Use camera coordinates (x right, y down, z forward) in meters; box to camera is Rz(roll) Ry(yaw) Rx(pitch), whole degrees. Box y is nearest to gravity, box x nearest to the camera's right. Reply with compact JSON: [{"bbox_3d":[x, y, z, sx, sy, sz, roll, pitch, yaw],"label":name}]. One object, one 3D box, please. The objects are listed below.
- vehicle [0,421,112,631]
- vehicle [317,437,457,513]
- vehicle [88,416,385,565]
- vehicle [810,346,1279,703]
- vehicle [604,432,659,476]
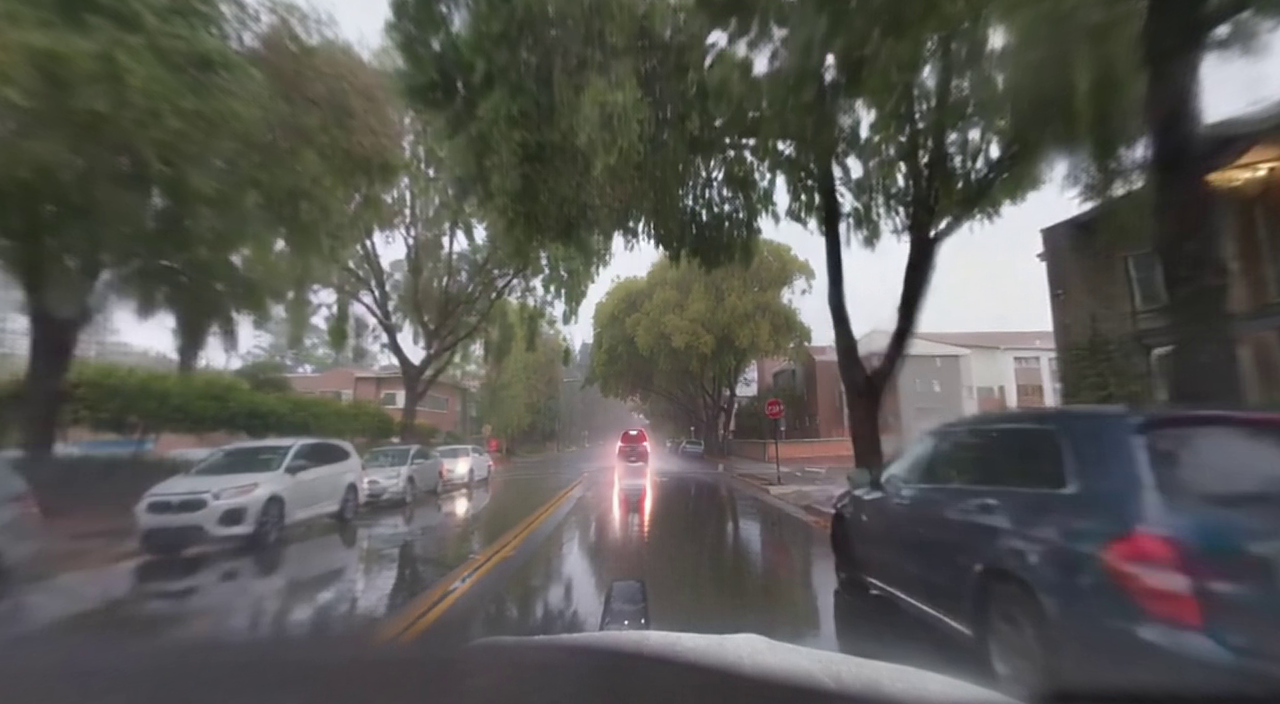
[{"bbox_3d":[-5.983,1.218,3.860,1.955,1.659,4.324,1,-8,-5],"label":"vehicle"},{"bbox_3d":[-6.203,3.039,16.031,1.975,1.515,4.179,-3,-9,-2],"label":"vehicle"},{"bbox_3d":[-6.000,2.067,10.193,1.899,1.615,4.624,-7,-8,-2],"label":"vehicle"},{"bbox_3d":[2.721,1.077,4.009,2.071,1.608,4.547,0,-7,1],"label":"vehicle"},{"bbox_3d":[-0.360,4.338,27.084,2.172,1.722,4.201,0,-8,-1],"label":"vehicle"}]
